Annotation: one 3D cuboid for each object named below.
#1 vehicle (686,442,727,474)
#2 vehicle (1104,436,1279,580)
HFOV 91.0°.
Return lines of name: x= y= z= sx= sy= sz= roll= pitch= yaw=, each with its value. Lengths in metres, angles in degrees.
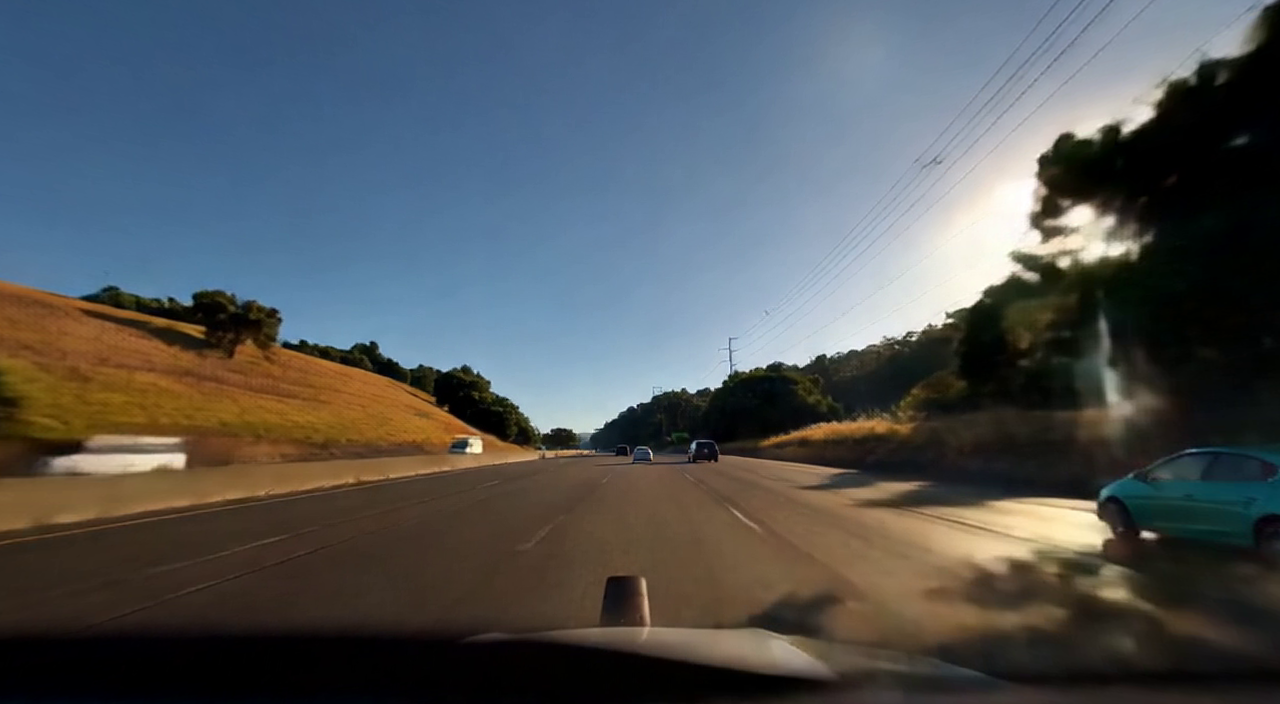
vehicle: x=3.991 y=6.468 z=38.694 sx=2.159 sy=1.782 sz=4.673 roll=0 pitch=-9 yaw=2
vehicle: x=7.963 y=1.724 z=6.975 sx=1.970 sy=1.545 sz=4.818 roll=0 pitch=-9 yaw=0
